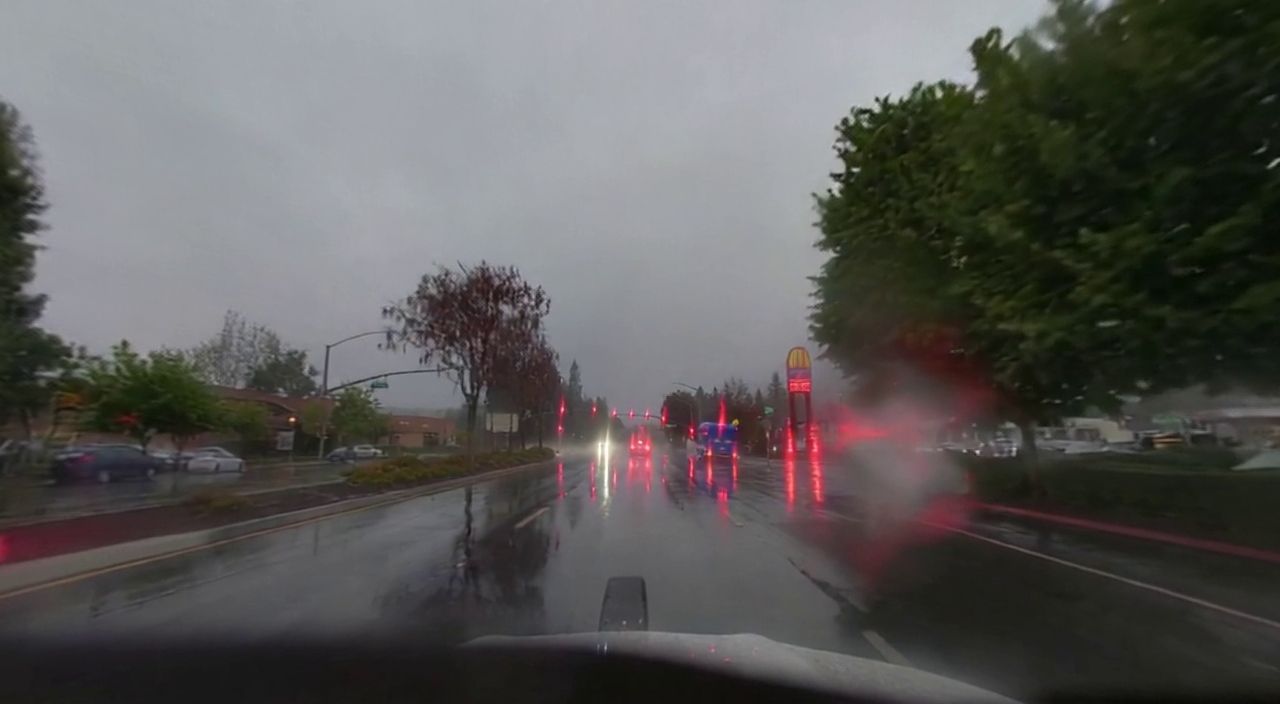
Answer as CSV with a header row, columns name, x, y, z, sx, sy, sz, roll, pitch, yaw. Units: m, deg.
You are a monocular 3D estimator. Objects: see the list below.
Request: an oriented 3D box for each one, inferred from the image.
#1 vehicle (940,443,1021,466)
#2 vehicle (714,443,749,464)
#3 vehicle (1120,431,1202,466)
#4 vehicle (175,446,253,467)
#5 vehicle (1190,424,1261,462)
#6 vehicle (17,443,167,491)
name,x,y,z,sx,sy,sz,roll,pitch,yaw
vehicle,24.072,7.263,44.679,4.744,1.481,1.855,-7,-10,34
vehicle,6.829,7.647,47.499,1.980,1.473,4.537,-1,-9,0
vehicle,40.286,7.426,48.720,6.741,2.278,2.778,2,-10,-34
vehicle,-31.104,7.633,46.102,4.566,1.484,2.051,-3,-9,12
vehicle,43.573,6.718,46.905,5.712,2.575,2.180,3,-9,-32
vehicle,-22.445,4.701,26.154,2.040,1.788,4.595,-1,-9,0
